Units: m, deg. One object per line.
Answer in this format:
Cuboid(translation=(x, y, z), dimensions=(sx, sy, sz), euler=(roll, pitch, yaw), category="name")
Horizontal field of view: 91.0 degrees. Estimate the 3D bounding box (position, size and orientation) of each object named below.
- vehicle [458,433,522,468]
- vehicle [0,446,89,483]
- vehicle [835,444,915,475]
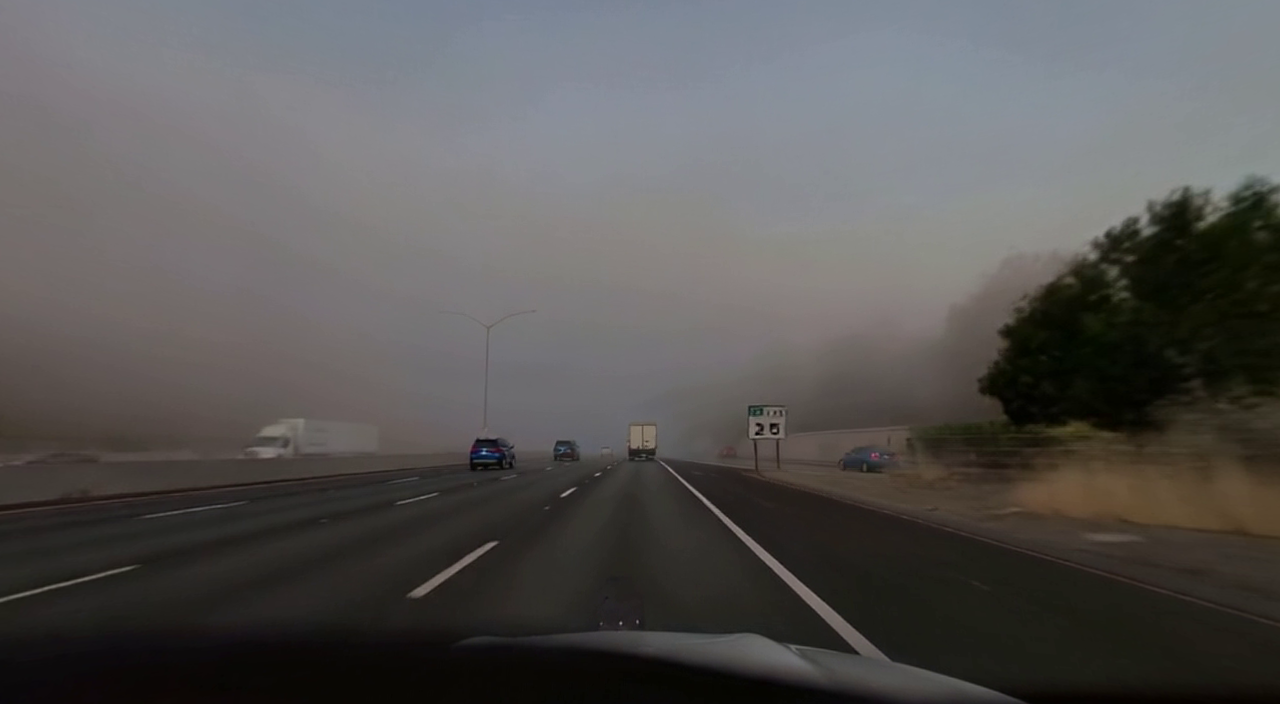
Cuboid(translation=(-9.927, 6.603, 42.336), dimensions=(2.571, 2.169, 6.443), euler=(0, -9, 1), category="vehicle")
Cuboid(translation=(-32.677, 5.973, 33.727), dimensions=(1.948, 1.792, 4.704), euler=(0, -9, 1), category="vehicle")
Cuboid(translation=(12.571, 5.788, 34.047), dimensions=(2.075, 1.510, 4.569), euler=(1, -9, -8), category="vehicle")
